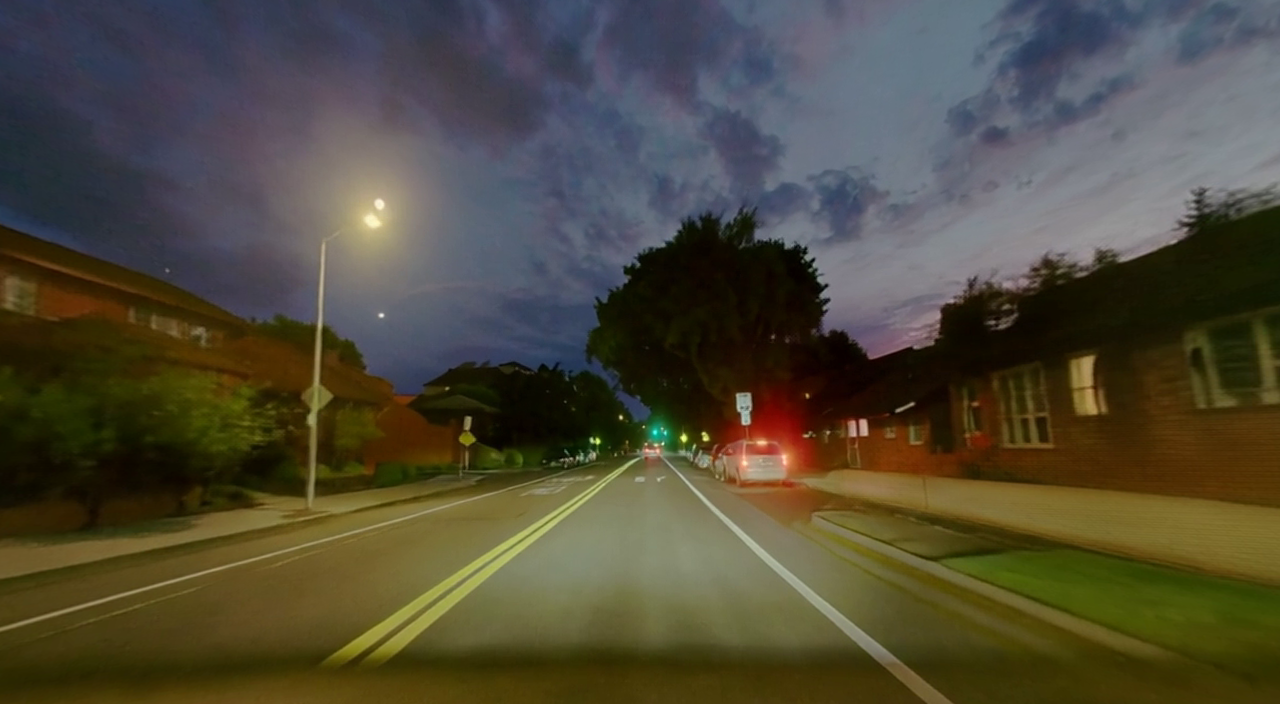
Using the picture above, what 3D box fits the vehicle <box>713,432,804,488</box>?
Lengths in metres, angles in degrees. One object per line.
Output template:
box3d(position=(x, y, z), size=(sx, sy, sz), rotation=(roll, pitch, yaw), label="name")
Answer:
box3d(position=(4.023, 3.760, 22.292), size=(1.937, 1.752, 4.574), rotation=(1, -9, -5), label="vehicle")
